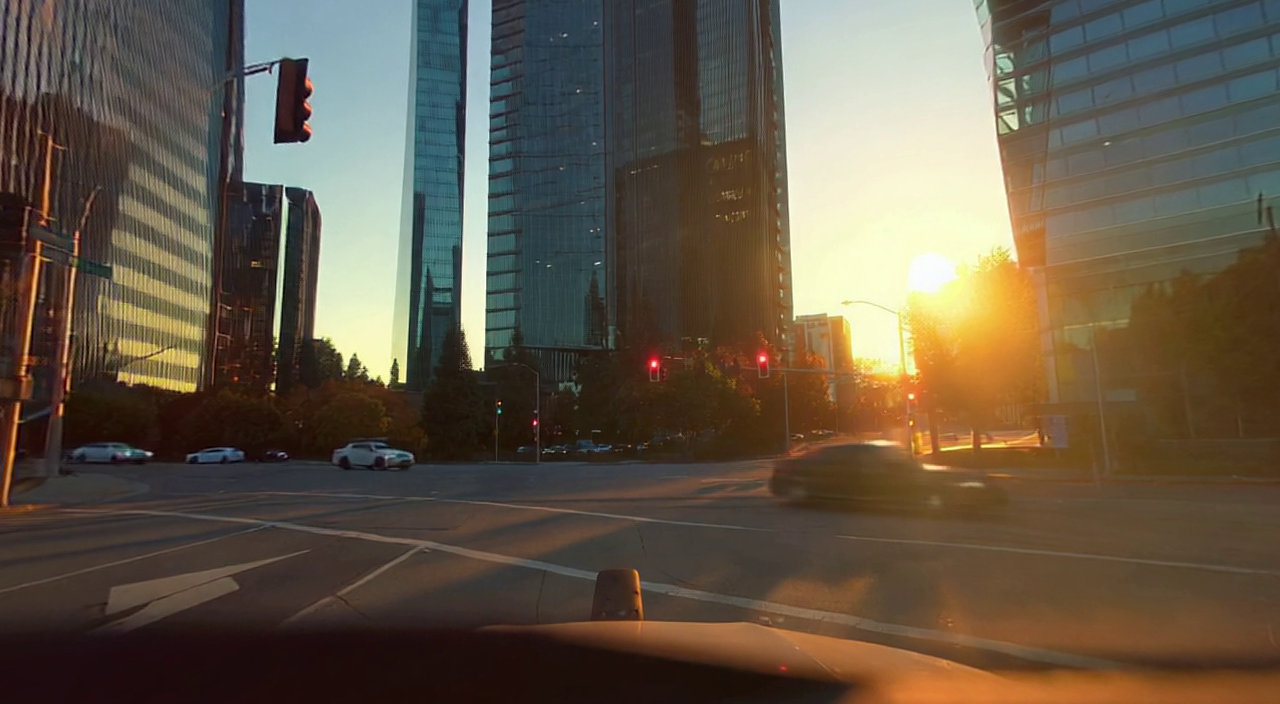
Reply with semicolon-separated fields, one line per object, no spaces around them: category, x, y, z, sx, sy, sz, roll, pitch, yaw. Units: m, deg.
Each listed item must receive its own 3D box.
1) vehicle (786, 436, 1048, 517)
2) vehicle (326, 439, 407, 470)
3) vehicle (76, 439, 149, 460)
vehicle;5.842;2.593;13.693;4.798;1.461;1.939;-7;-11;37
vehicle;-14.277;5.313;32.905;4.110;1.511;1.883;-6;-10;34
vehicle;-41.502;7.661;49.684;5.408;1.505;2.091;-4;-9;24
